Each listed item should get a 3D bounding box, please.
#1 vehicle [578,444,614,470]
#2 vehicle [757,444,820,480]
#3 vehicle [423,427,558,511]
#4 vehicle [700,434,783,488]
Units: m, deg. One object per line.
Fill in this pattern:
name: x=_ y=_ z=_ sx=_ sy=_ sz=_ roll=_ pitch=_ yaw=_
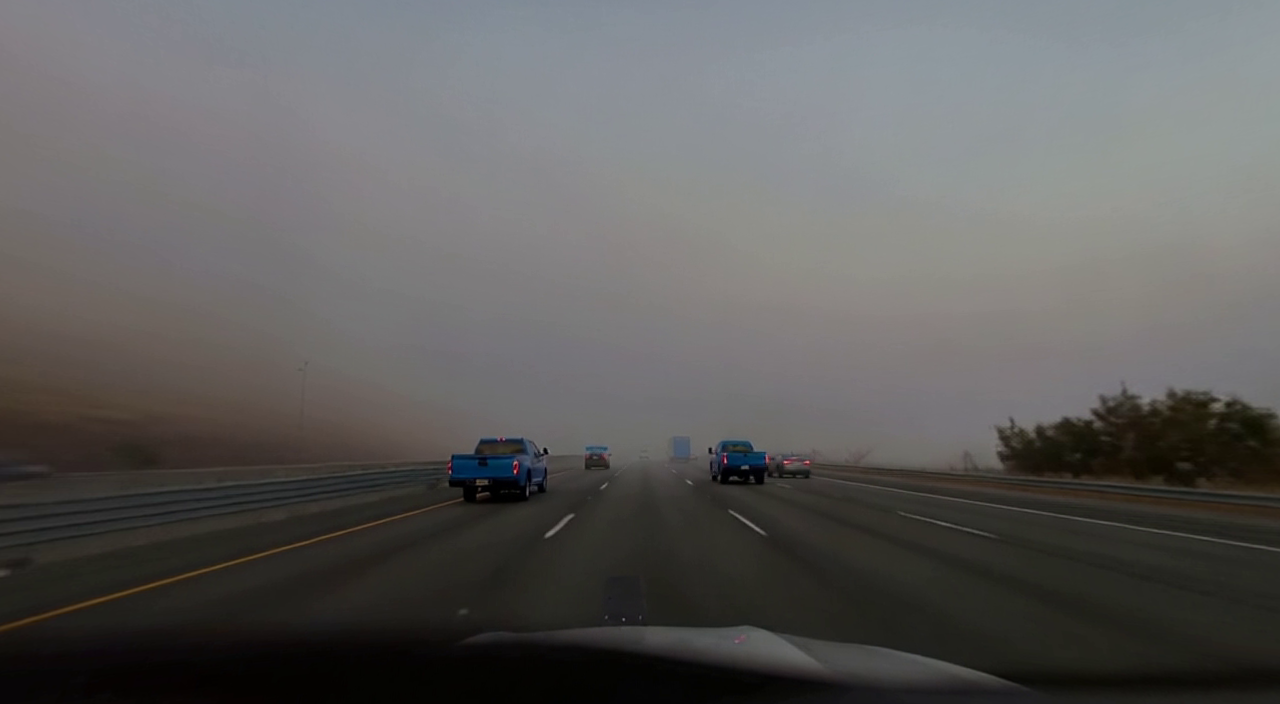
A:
vehicle: x=-3.182 y=7.683 z=46.254 sx=2.235 sy=1.785 sz=4.386 roll=-1 pitch=-8 yaw=1
vehicle: x=7.740 y=5.769 z=33.421 sx=2.104 sy=1.724 sz=4.701 roll=0 pitch=-8 yaw=-1
vehicle: x=-3.683 y=2.997 z=16.749 sx=2.227 sy=1.853 sz=5.161 roll=-1 pitch=-8 yaw=1
vehicle: x=4.032 y=4.463 z=26.278 sx=2.424 sy=1.952 sz=5.611 roll=0 pitch=-8 yaw=-1
